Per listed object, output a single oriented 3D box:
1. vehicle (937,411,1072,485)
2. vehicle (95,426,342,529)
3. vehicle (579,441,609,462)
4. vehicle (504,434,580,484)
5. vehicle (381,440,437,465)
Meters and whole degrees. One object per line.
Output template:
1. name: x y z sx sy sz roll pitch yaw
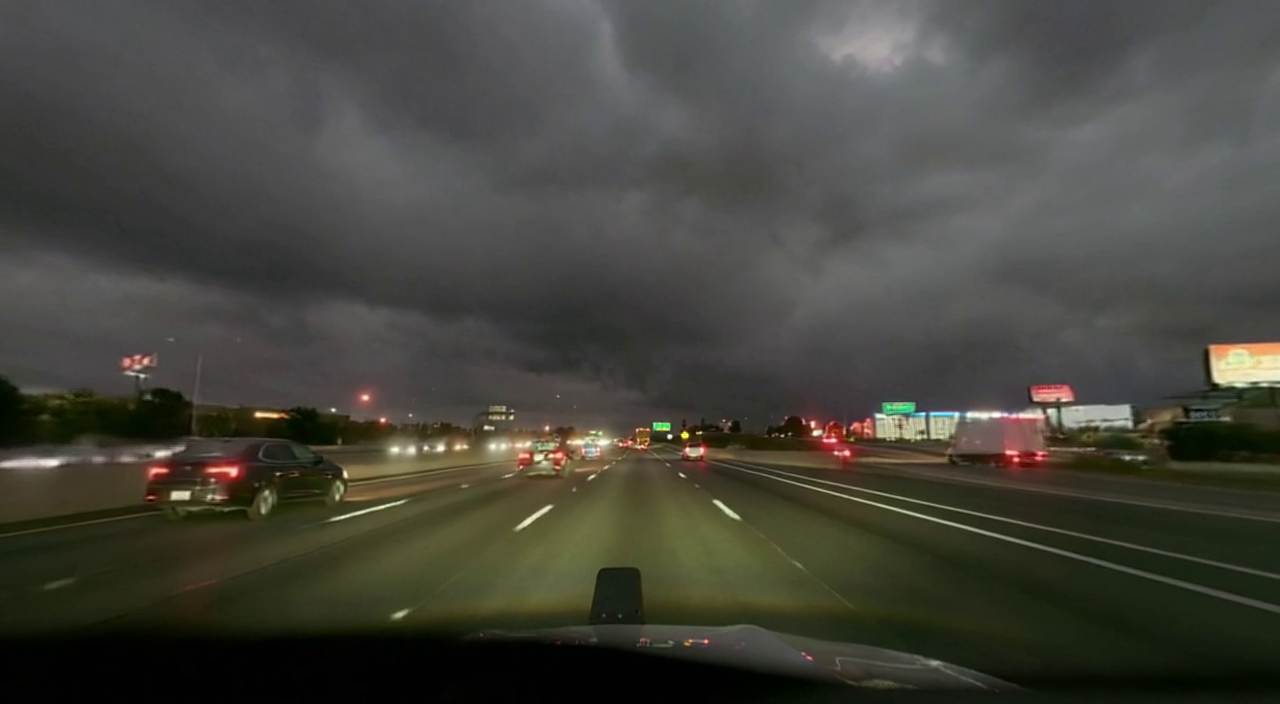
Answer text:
1. vehicle: 19.773 5.317 35.046 2.958 3.538 8.761 0 -9 5
2. vehicle: -7.232 2.174 11.363 1.865 1.518 3.620 1 -9 1
3. vehicle: -3.495 7.693 48.713 1.960 1.494 4.123 1 -9 1
4. vehicle: -3.365 3.774 22.437 2.001 1.577 4.055 1 -9 1
5. vehicle: -15.544 6.775 42.686 1.924 1.537 4.772 1 -9 1
